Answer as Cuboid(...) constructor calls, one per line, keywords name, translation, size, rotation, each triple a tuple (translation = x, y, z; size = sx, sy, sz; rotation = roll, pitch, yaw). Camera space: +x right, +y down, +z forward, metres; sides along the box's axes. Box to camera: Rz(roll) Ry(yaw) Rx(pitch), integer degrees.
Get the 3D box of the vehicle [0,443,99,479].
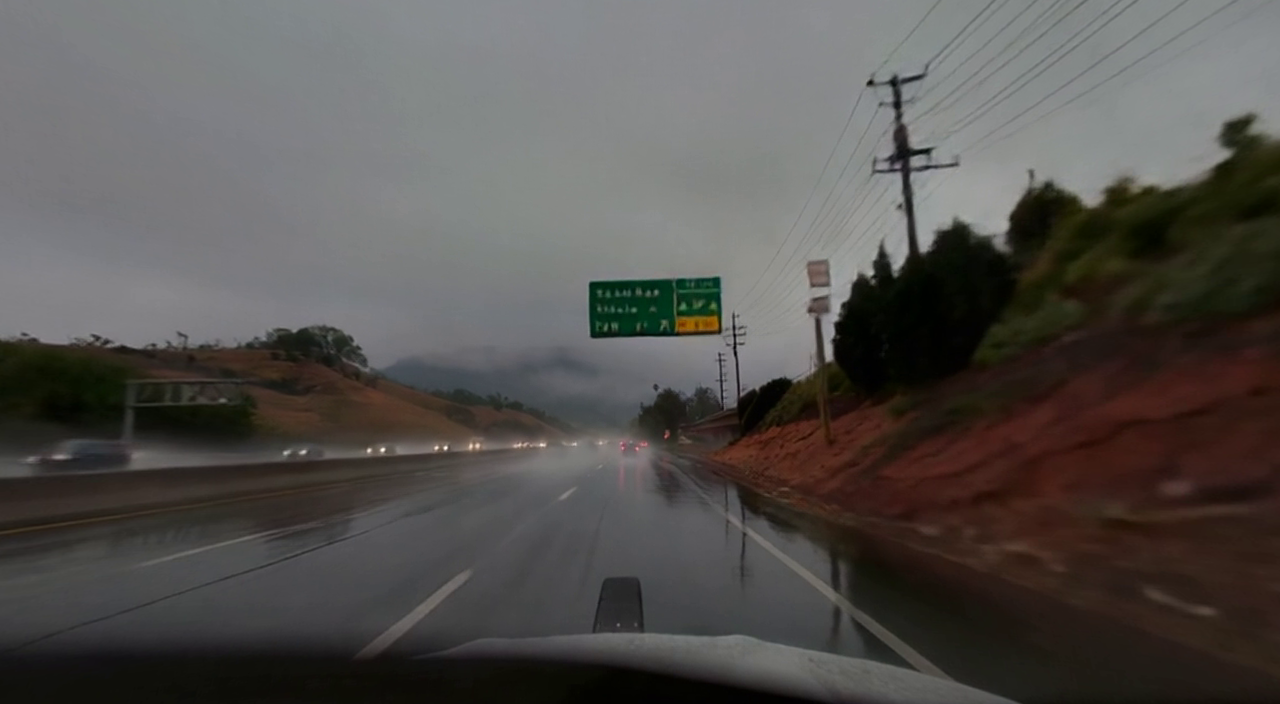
Cuboid(name="vehicle", translation=(-32.382, 5.833, 34.001), size=(2.076, 1.687, 5.116), rotation=(-3, -7, 0))
